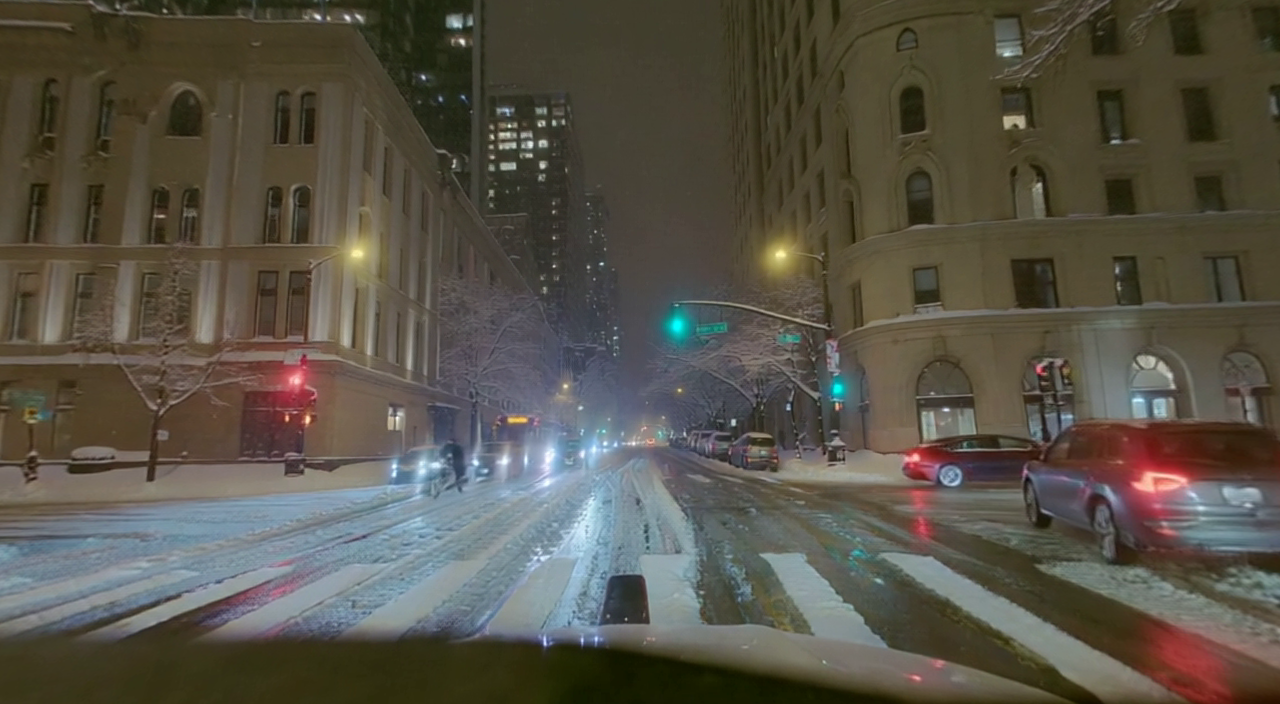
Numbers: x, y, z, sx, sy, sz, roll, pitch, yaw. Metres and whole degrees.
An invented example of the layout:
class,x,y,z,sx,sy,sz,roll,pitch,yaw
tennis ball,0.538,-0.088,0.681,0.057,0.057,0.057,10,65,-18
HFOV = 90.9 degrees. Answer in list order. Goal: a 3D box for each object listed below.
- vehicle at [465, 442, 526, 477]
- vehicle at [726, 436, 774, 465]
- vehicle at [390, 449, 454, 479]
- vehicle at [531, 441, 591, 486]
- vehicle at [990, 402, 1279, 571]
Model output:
class,x,y,z,sx,sy,sz,roll,pitch,yaw
vehicle,-6.663,4.981,29.491,1.861,1.508,4.052,0,-8,0
vehicle,6.254,5.649,36.298,1.926,1.574,3.961,0,-8,-2
vehicle,-11.925,6.127,34.834,1.998,1.505,4.405,0,-8,0
vehicle,-2.801,3.948,22.745,1.904,1.402,4.759,1,-8,-6
vehicle,6.213,1.568,8.137,1.912,1.505,4.889,-3,-9,17
